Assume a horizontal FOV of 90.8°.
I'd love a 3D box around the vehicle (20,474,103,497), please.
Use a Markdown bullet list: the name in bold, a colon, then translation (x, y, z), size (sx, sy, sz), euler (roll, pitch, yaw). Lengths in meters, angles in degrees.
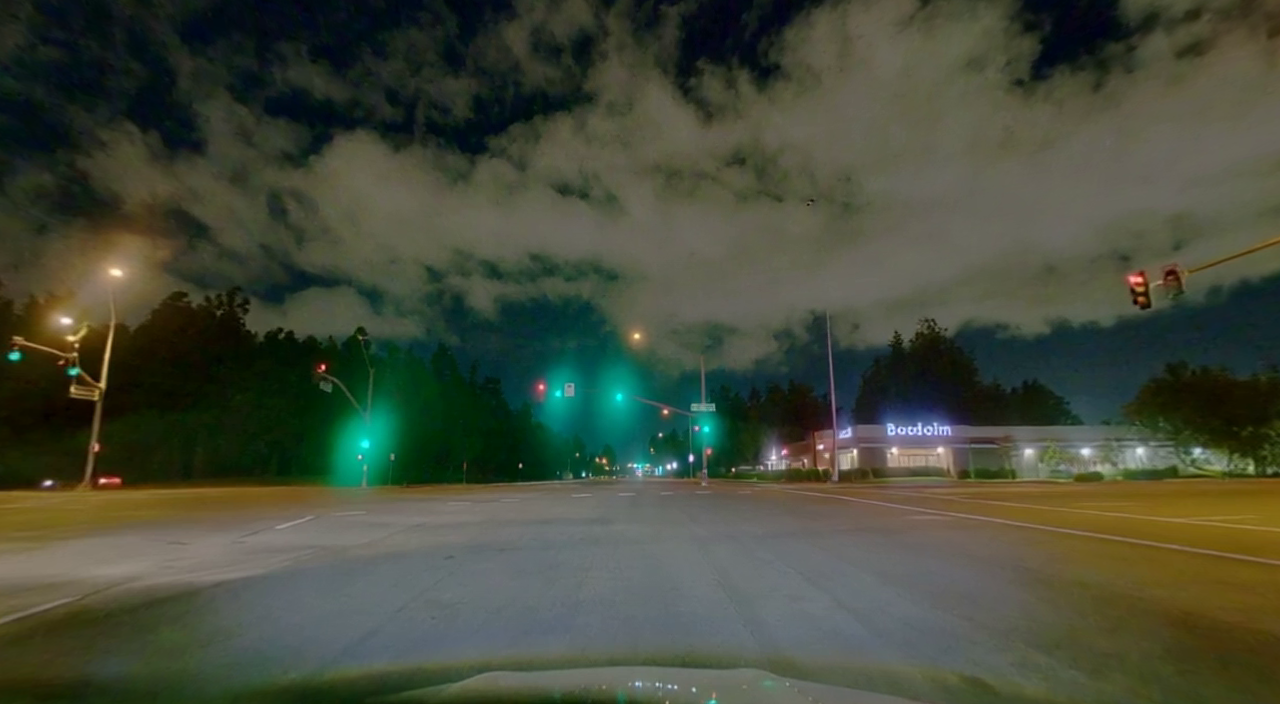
- **vehicle**: translation (-41.735, 9.618, 45.640), size (4.147, 1.445, 1.706), euler (0, -9, -6)
